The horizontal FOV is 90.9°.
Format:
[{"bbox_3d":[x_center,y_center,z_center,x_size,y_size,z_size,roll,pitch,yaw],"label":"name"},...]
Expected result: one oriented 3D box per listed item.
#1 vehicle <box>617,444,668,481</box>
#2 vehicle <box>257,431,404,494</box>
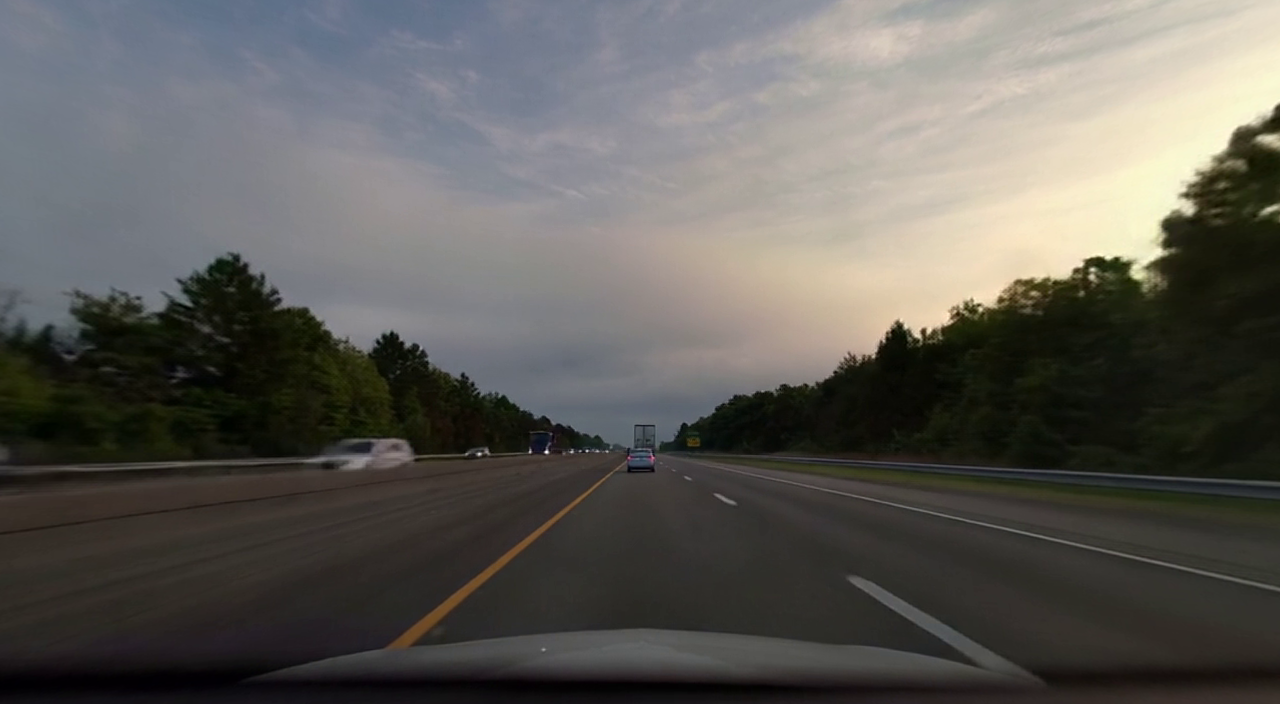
[{"bbox_3d":[0.065,4.917,28.318,2.114,1.523,4.012,0,-9,-1],"label":"vehicle"},{"bbox_3d":[-8.875,3.213,18.632,2.061,1.622,4.452,0,-9,0],"label":"vehicle"}]
